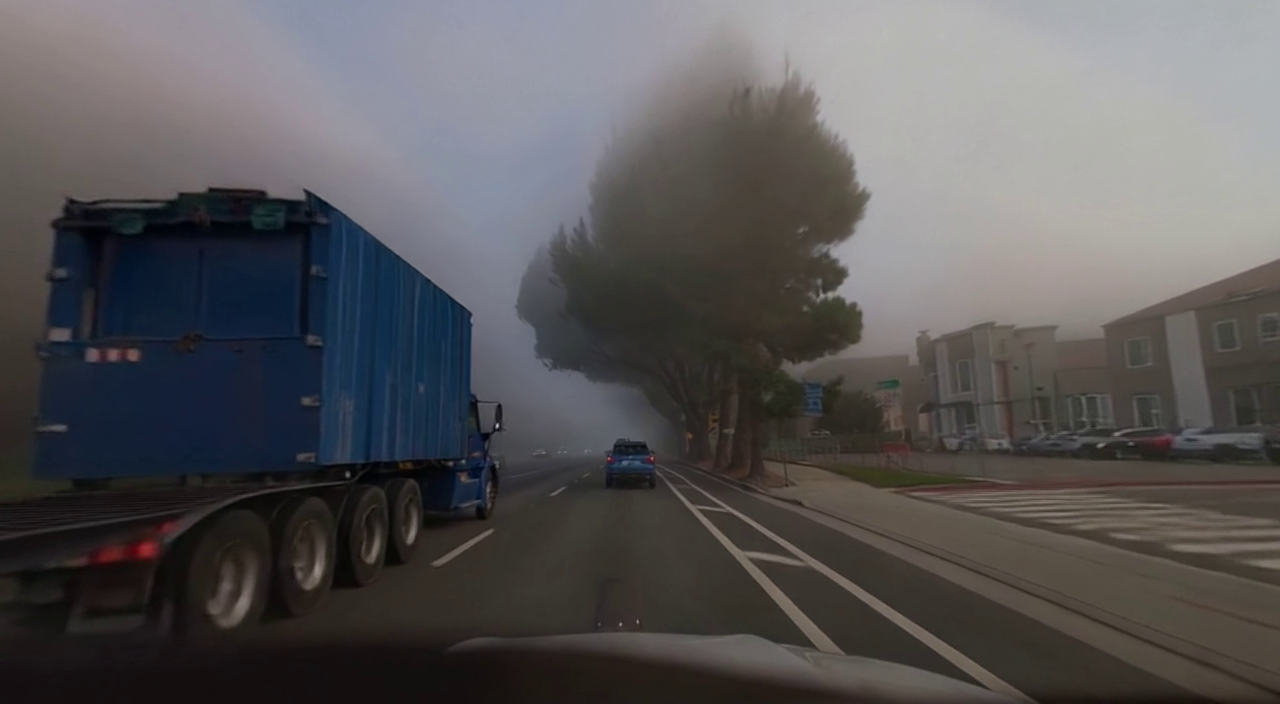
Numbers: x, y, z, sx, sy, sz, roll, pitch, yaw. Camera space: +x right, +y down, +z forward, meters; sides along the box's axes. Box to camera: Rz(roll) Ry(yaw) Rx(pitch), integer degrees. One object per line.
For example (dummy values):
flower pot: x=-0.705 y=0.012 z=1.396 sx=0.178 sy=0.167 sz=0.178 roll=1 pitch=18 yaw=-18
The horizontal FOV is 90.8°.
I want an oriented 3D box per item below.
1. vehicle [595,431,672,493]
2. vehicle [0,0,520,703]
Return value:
vehicle: x=-0.222 y=3.303 z=19.323 sx=2.094 sy=1.682 sz=3.866 roll=0 pitch=-8 yaw=-1
vehicle: x=-3.894 y=0.417 z=7.389 sx=2.996 sy=3.902 sz=10.410 roll=0 pitch=-8 yaw=-1
